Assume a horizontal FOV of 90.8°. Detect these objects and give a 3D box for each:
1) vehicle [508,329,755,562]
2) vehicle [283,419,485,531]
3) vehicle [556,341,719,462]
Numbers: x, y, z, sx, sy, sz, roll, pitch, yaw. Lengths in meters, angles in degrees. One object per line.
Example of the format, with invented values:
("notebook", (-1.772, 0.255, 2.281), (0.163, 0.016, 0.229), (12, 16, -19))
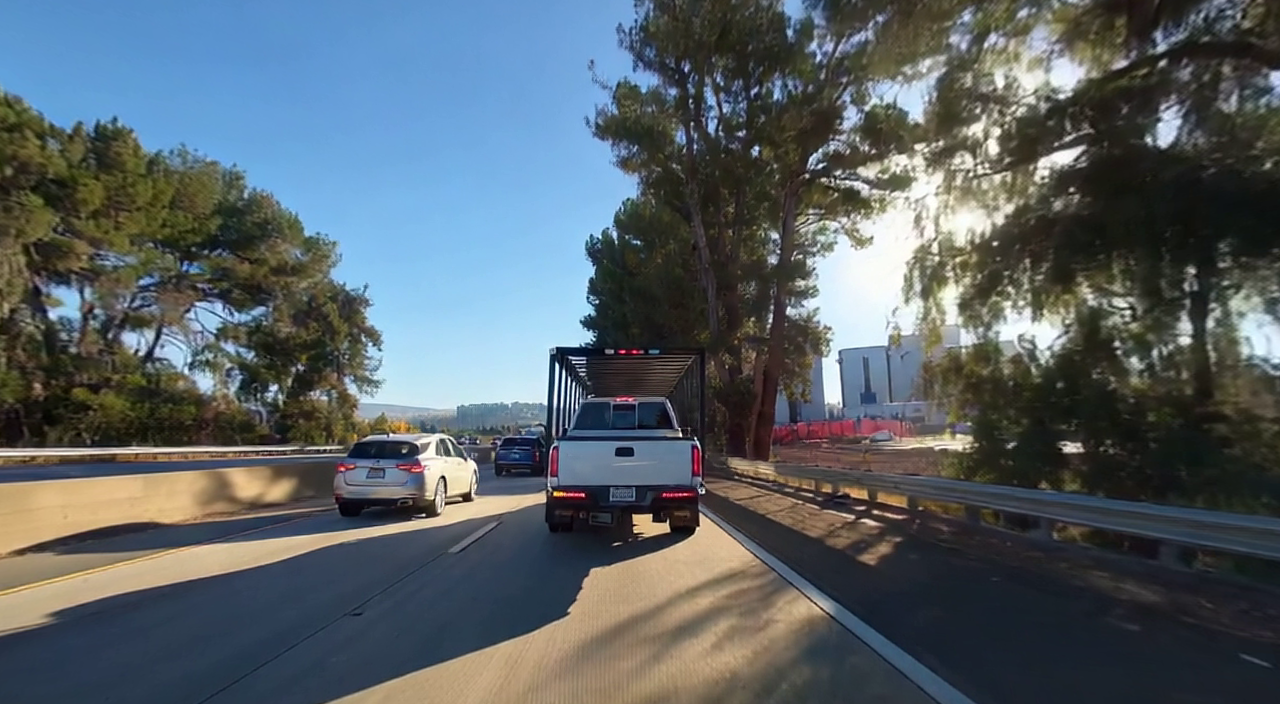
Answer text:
("vehicle", (-0.342, 1.789, 12.340), (2.735, 2.597, 10.435), (0, -8, -3))
("vehicle", (-4.421, 2.199, 11.876), (2.057, 1.665, 4.572), (0, -8, -3))
("vehicle", (-0.166, 0.995, 10.754), (2.156, 1.604, 4.680), (0, -9, -3))
